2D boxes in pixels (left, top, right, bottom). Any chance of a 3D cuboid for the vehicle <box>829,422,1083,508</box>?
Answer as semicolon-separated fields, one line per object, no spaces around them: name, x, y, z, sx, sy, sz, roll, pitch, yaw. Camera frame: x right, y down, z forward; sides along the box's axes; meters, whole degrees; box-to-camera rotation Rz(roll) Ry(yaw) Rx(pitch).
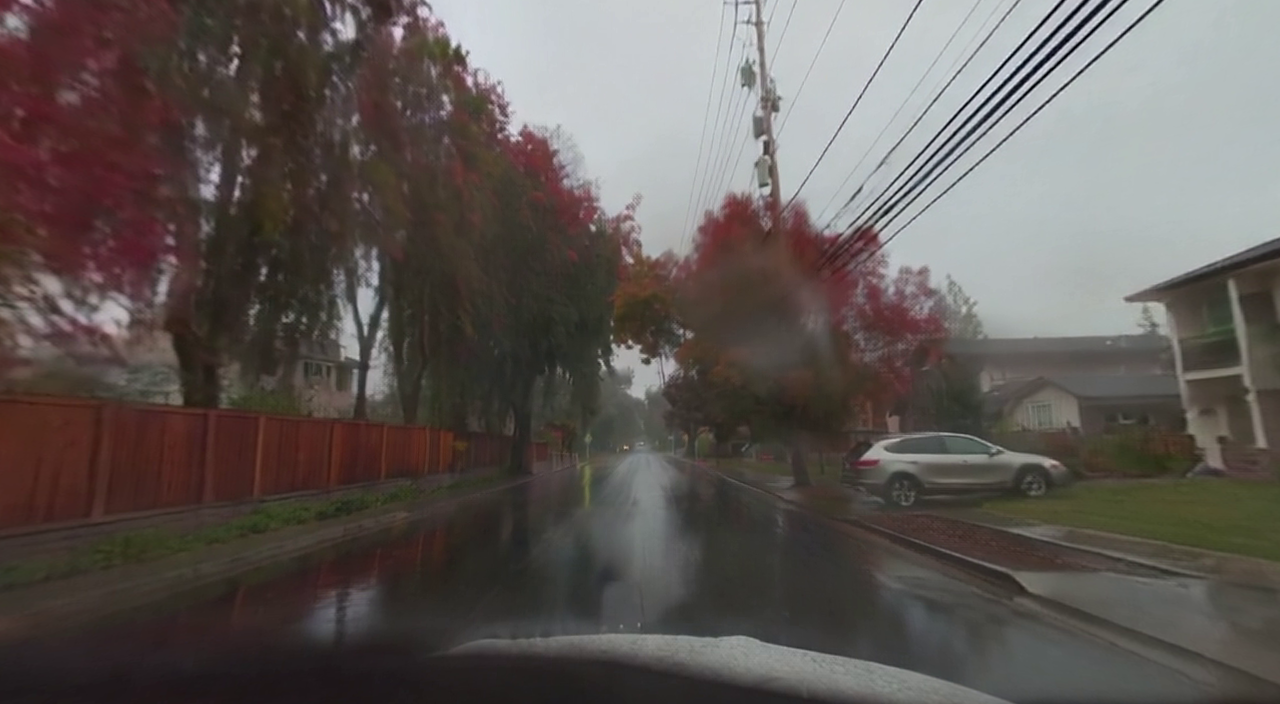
vehicle;7.176;2.613;14.834;4.806;1.851;2.050;0;-9;2
